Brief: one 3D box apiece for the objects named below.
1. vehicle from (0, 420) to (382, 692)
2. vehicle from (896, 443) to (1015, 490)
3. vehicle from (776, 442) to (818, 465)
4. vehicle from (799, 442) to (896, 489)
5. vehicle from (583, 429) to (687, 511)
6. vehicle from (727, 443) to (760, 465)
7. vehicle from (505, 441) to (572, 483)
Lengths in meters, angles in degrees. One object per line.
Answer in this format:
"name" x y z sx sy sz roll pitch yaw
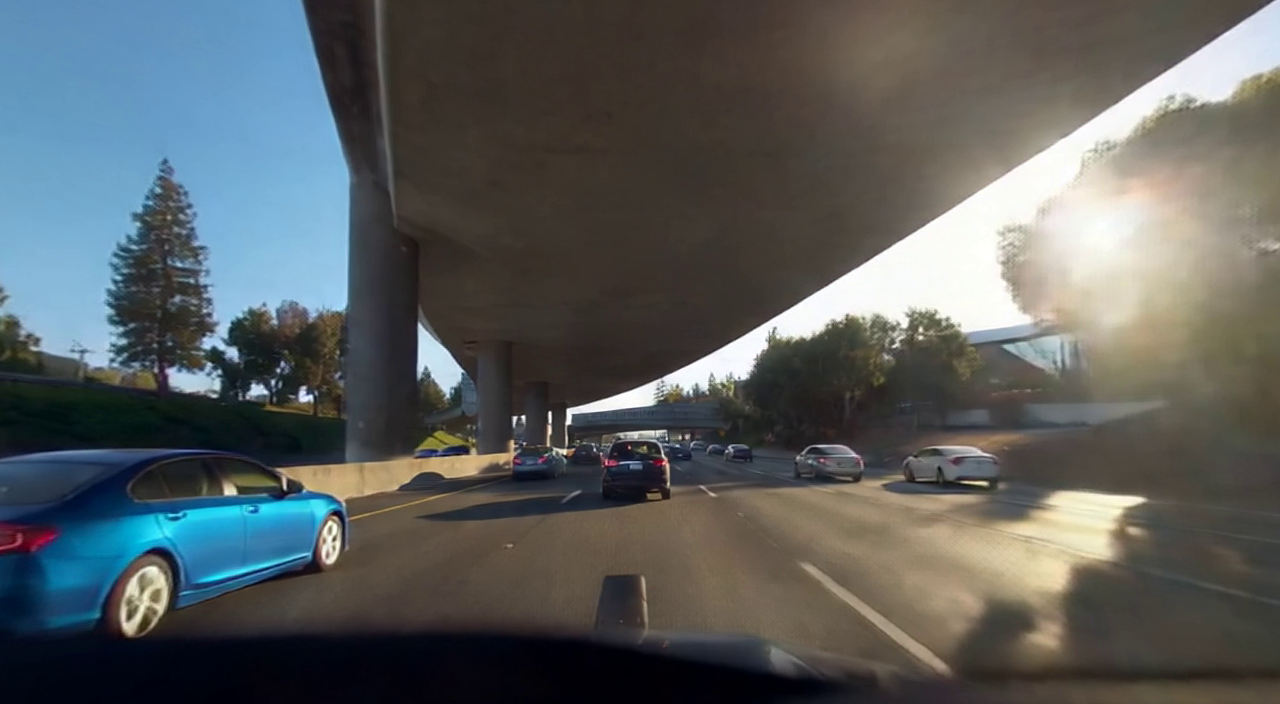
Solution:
"vehicle" -4.290 1.457 5.741 1.974 1.478 4.412 0 -9 0
"vehicle" 11.193 4.076 22.750 2.008 1.516 4.385 0 -9 0
"vehicle" 11.697 7.615 47.215 1.992 1.625 4.359 0 -9 0
"vehicle" 7.528 4.154 23.402 2.049 1.521 4.604 0 -9 0
"vehicle" -0.072 2.786 15.288 2.181 1.697 4.021 0 -9 1
"vehicle" 7.724 7.647 47.238 1.880 1.526 3.641 0 -9 -1
"vehicle" -4.021 4.431 25.645 1.947 1.516 4.295 0 -9 1
